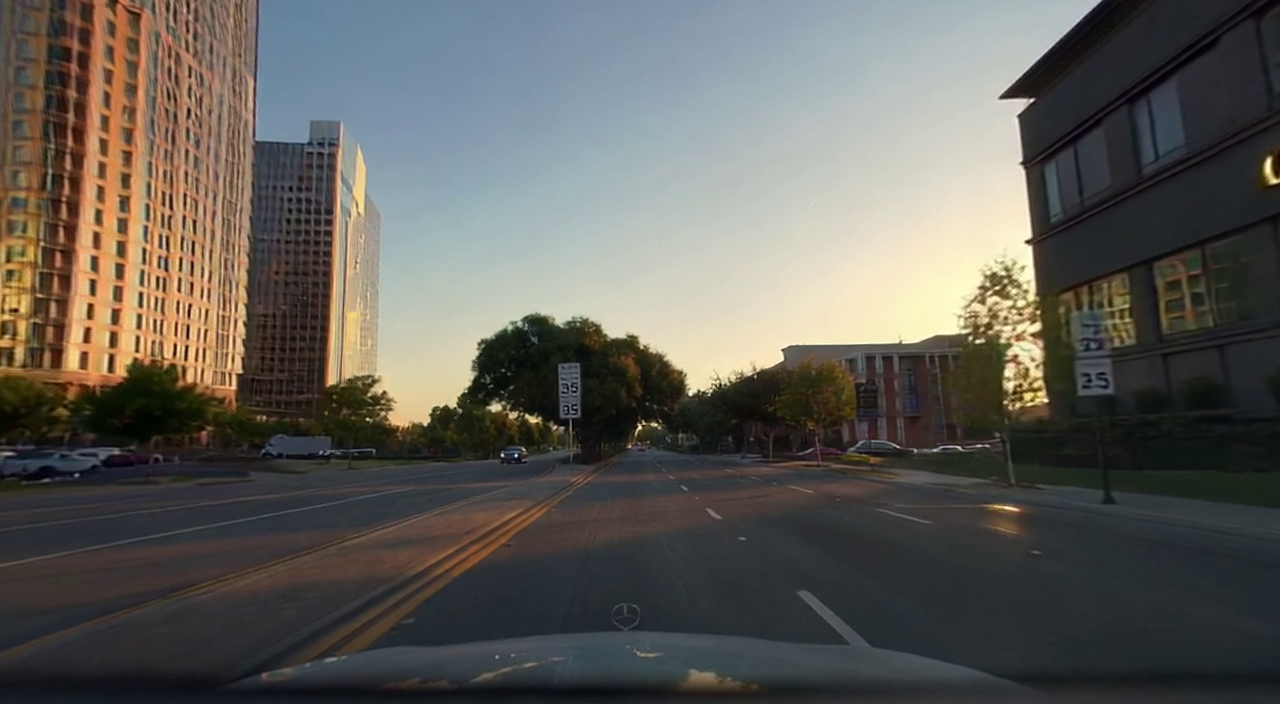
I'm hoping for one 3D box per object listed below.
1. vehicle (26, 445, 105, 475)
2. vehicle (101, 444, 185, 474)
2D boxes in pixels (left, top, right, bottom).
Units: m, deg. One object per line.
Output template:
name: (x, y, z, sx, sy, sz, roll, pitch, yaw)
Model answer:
vehicle: (-41.322, 7.769, 45.549, 1.965, 2.013, 4.085, 0, -8, -5)
vehicle: (-35.790, 7.665, 45.708, 2.083, 2.034, 5.018, 0, -8, -2)
